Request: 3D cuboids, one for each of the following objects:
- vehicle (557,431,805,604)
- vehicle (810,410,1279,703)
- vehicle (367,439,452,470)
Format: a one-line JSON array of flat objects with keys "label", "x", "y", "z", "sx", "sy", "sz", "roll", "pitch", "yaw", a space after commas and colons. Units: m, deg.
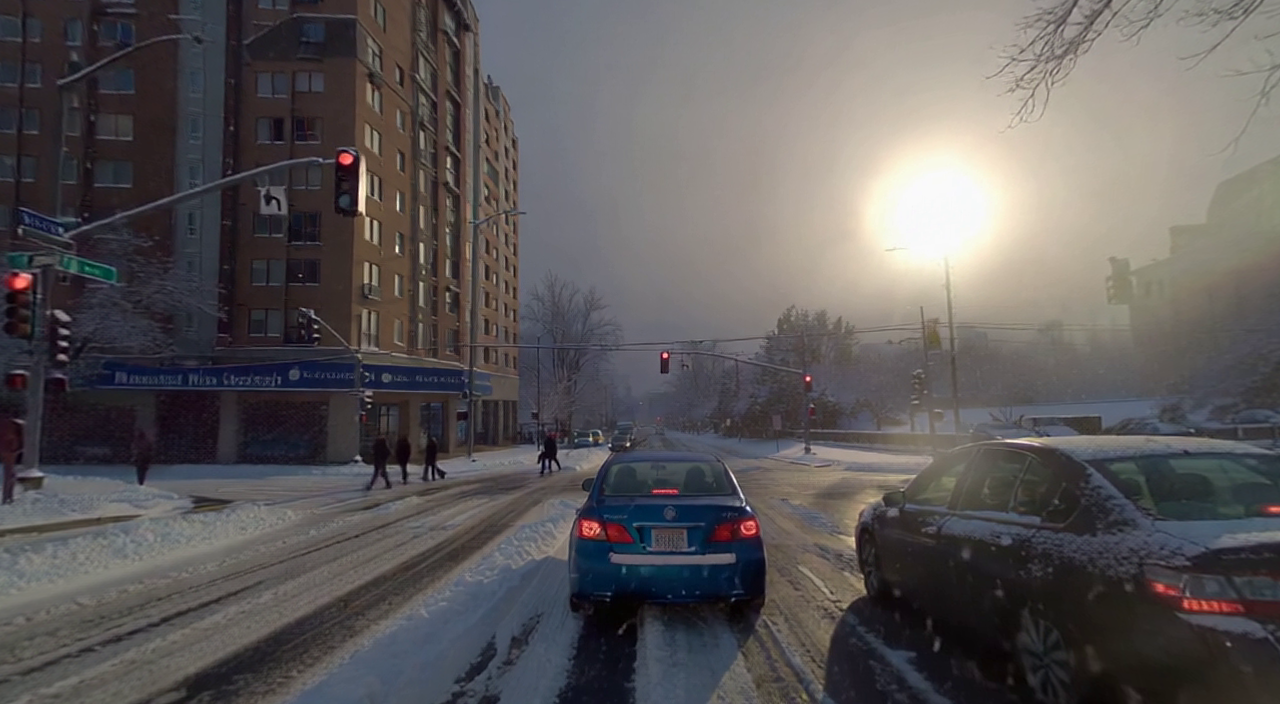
[{"label": "vehicle", "x": 0.286, "y": 1.729, "z": 7.522, "sx": 2.132, "sy": 1.464, "sz": 4.089, "roll": 0, "pitch": -8, "yaw": -2}, {"label": "vehicle", "x": 2.814, "y": 1.292, "z": 4.567, "sx": 1.961, "sy": 1.498, "sz": 4.356, "roll": 0, "pitch": -8, "yaw": 0}, {"label": "vehicle", "x": -12.867, "y": 5.716, "z": 35.271, "sx": 2.030, "sy": 1.596, "sz": 3.912, "roll": -7, "pitch": -11, "yaw": 40}]
